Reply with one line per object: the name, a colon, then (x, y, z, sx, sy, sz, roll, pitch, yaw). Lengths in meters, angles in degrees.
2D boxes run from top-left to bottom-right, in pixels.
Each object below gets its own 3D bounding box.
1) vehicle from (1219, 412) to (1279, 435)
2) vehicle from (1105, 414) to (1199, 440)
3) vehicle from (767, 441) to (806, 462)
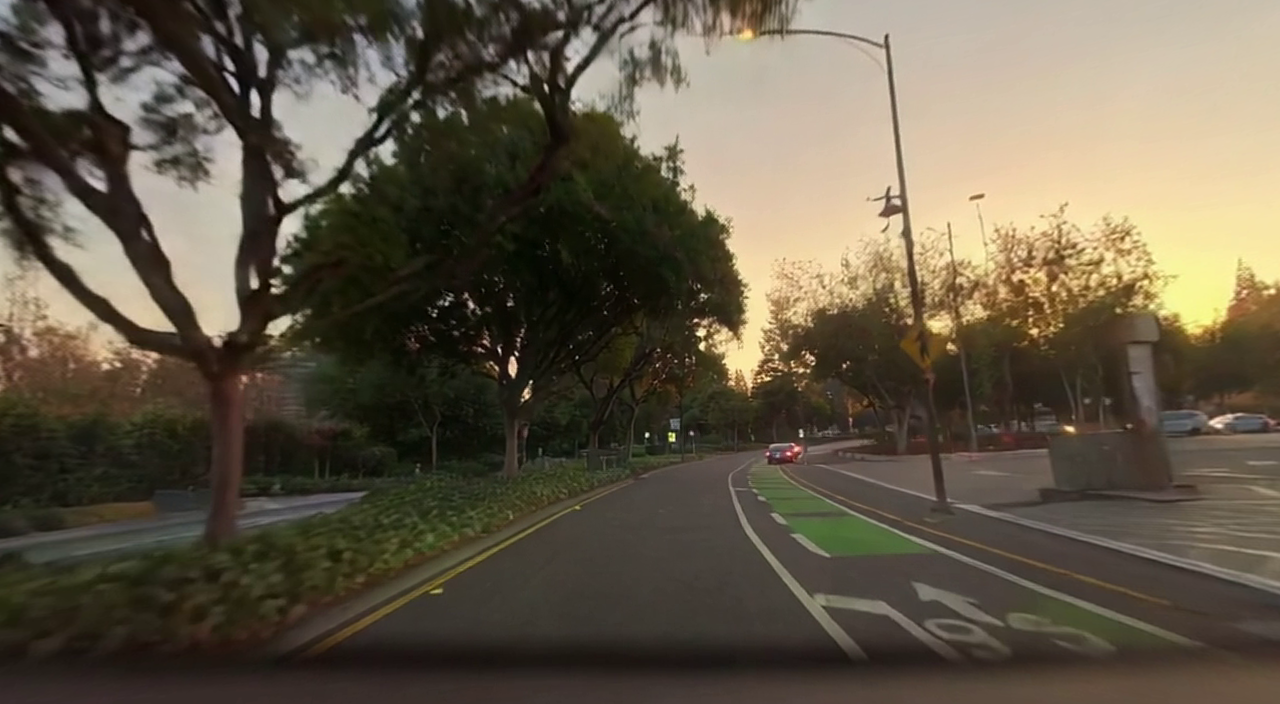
vehicle: (41.153, 4.714, 41.580, 4.406, 1.461, 1.851, 1, -8, -6)
vehicle: (33.488, 4.942, 41.376, 4.615, 1.610, 2.040, 1, -9, -7)
vehicle: (11.037, 7.449, 47.430, 2.109, 1.490, 4.619, -4, -9, 22)
